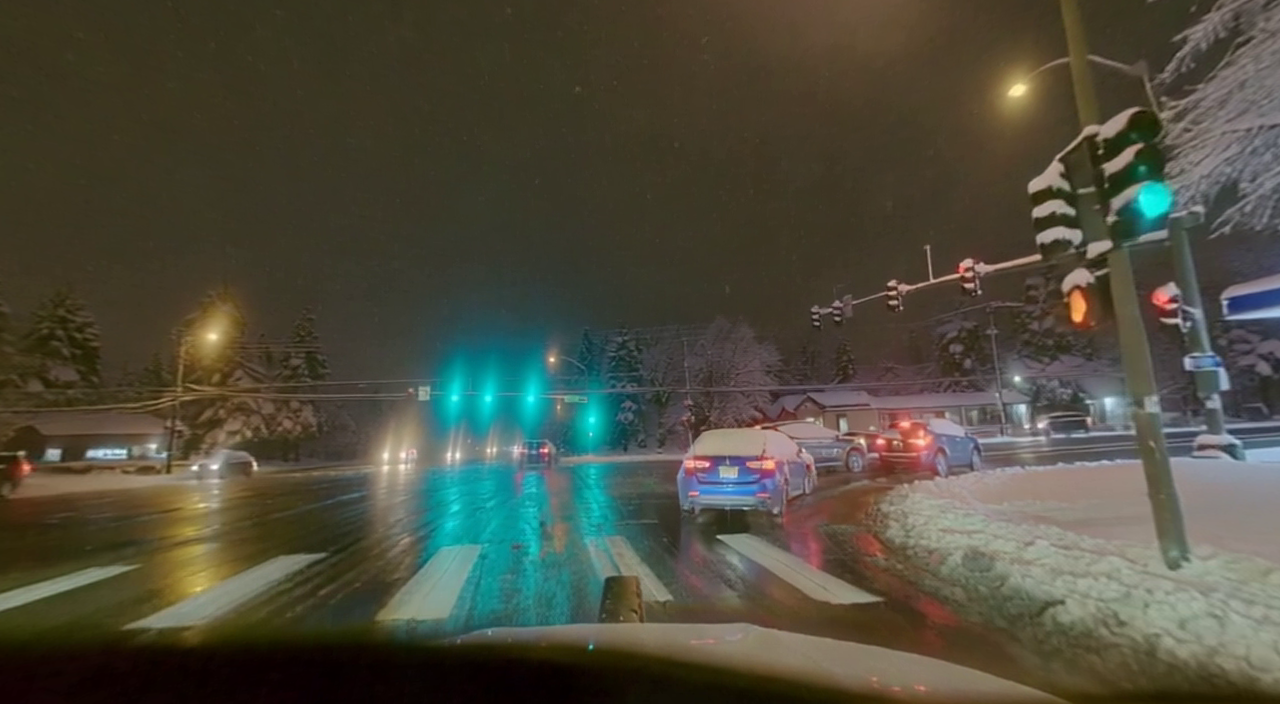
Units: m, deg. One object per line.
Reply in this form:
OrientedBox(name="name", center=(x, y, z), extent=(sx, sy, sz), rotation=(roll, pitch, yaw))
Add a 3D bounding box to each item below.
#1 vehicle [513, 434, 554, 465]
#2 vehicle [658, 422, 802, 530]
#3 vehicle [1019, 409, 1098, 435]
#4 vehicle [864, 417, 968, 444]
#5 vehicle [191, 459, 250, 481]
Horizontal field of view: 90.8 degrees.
OrientedBox(name="vehicle", center=(-6.369, 5.886, 38.193), extent=(2.210, 1.722, 4.215), rotation=(1, -8, -7))
OrientedBox(name="vehicle", center=(1.777, 2.042, 11.065), extent=(1.976, 1.462, 4.342), rotation=(-2, -8, 15))
OrientedBox(name="vehicle", center=(27.230, 4.567, 41.137), extent=(3.923, 1.619, 1.817), rotation=(1, -8, -8))
OrientedBox(name="vehicle", center=(14.586, 4.179, 33.488), extent=(4.700, 1.417, 1.789), rotation=(1, -8, -7))
OrientedBox(name="vehicle", center=(-32.776, 9.186, 49.515), extent=(1.894, 1.480, 4.710), rotation=(1, -8, -7))
